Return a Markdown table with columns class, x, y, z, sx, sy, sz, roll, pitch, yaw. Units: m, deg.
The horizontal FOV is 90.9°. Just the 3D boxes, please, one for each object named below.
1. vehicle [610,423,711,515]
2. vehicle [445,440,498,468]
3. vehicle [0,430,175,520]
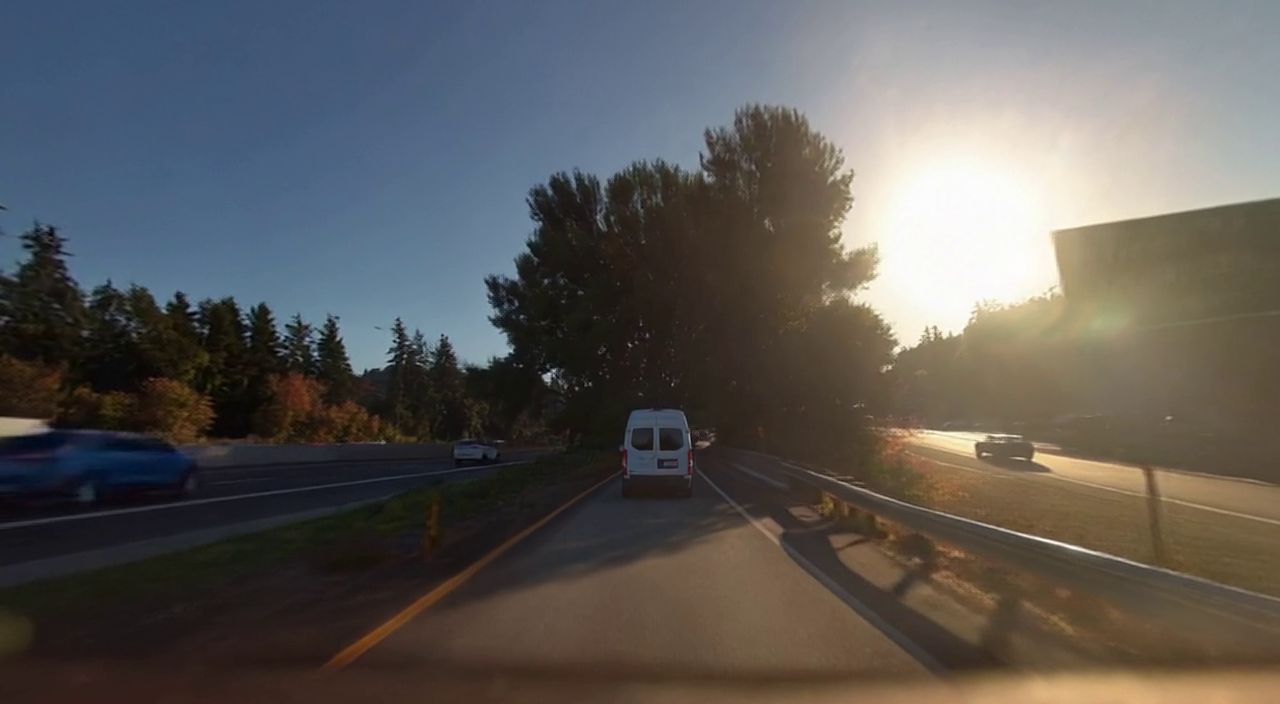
| class | x | y | z | sx | sy | sz | roll | pitch | yaw |
| --- | --- | --- | --- | --- | --- | --- | --- | --- | --- |
| vehicle | 0.389 | 2.712 | 15.152 | 2.043 | 1.821 | 4.558 | 0 | -8 | -1 |
| vehicle | -11.544 | 6.973 | 43.534 | 2.104 | 1.795 | 4.737 | -1 | -8 | 4 |
| vehicle | -13.011 | 2.540 | 13.393 | 2.050 | 1.676 | 5.319 | -1 | -8 | 2 |
